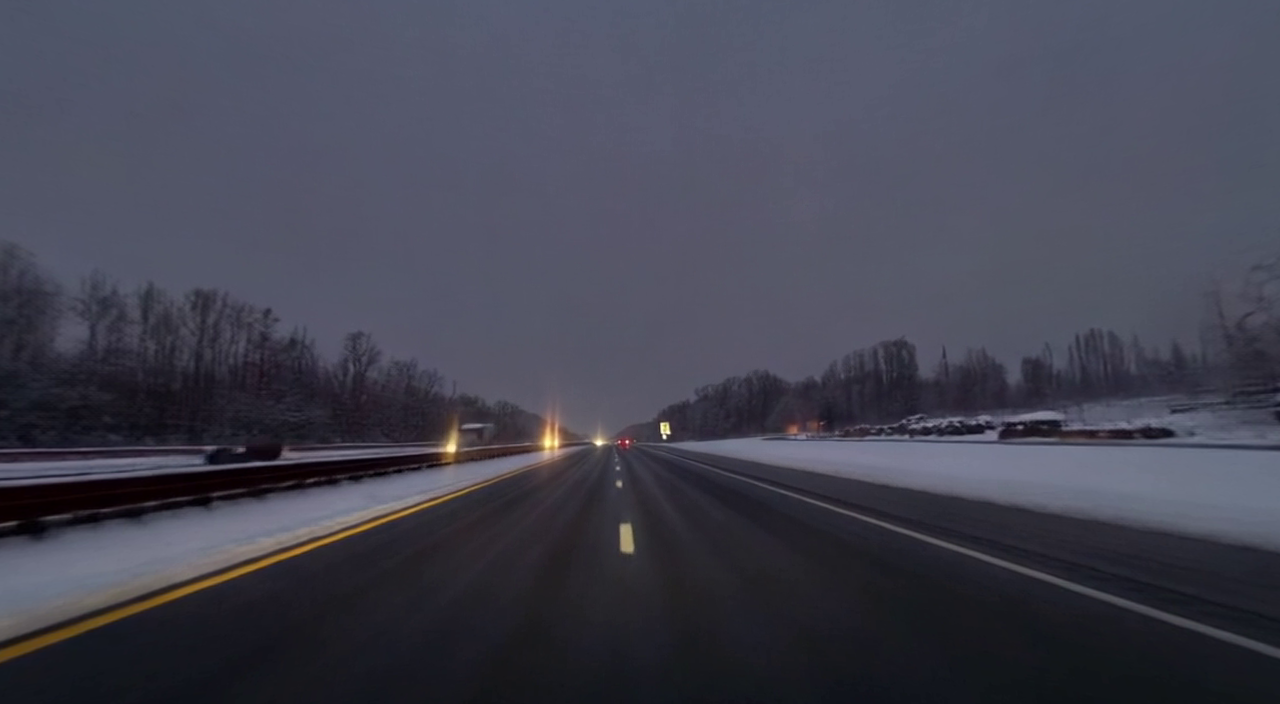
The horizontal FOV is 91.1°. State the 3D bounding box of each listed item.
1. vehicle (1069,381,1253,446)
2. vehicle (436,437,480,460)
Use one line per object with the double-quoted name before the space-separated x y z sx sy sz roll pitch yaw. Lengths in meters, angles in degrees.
"vehicle" 39.154 5.027 48.576 2.885 4.199 14.850 0 -8 6
"vehicle" -13.142 6.987 45.601 1.887 1.558 4.261 0 -8 0
